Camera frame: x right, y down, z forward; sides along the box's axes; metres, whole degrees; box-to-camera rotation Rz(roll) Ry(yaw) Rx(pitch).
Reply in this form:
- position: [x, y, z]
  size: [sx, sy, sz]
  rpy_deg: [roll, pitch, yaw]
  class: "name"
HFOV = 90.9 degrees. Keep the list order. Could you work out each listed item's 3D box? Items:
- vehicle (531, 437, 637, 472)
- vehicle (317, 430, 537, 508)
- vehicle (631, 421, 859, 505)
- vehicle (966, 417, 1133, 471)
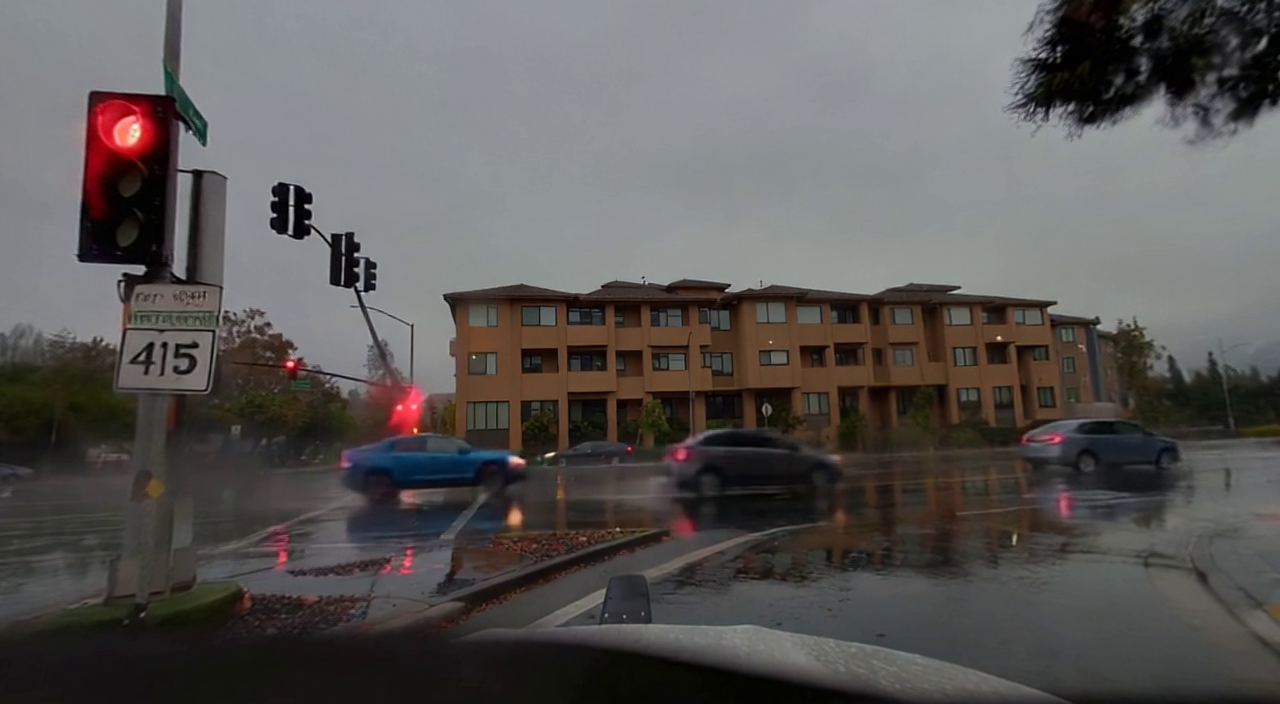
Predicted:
- position: [-2.462, 4.466, 27.588]
  size: [4.289, 1.415, 1.774]
  rpy_deg: [2, -9, -17]
  class: "vehicle"
- position: [-4.997, 2.770, 15.344]
  size: [4.711, 1.688, 1.915]
  rpy_deg: [2, -9, -16]
  class: "vehicle"
- position: [2.270, 2.417, 14.083]
  size: [4.581, 1.650, 1.958]
  rpy_deg: [2, -9, -16]
  class: "vehicle"
- position: [13.708, 3.082, 21.162]
  size: [4.719, 1.671, 1.985]
  rpy_deg: [2, -9, -16]
  class: "vehicle"
